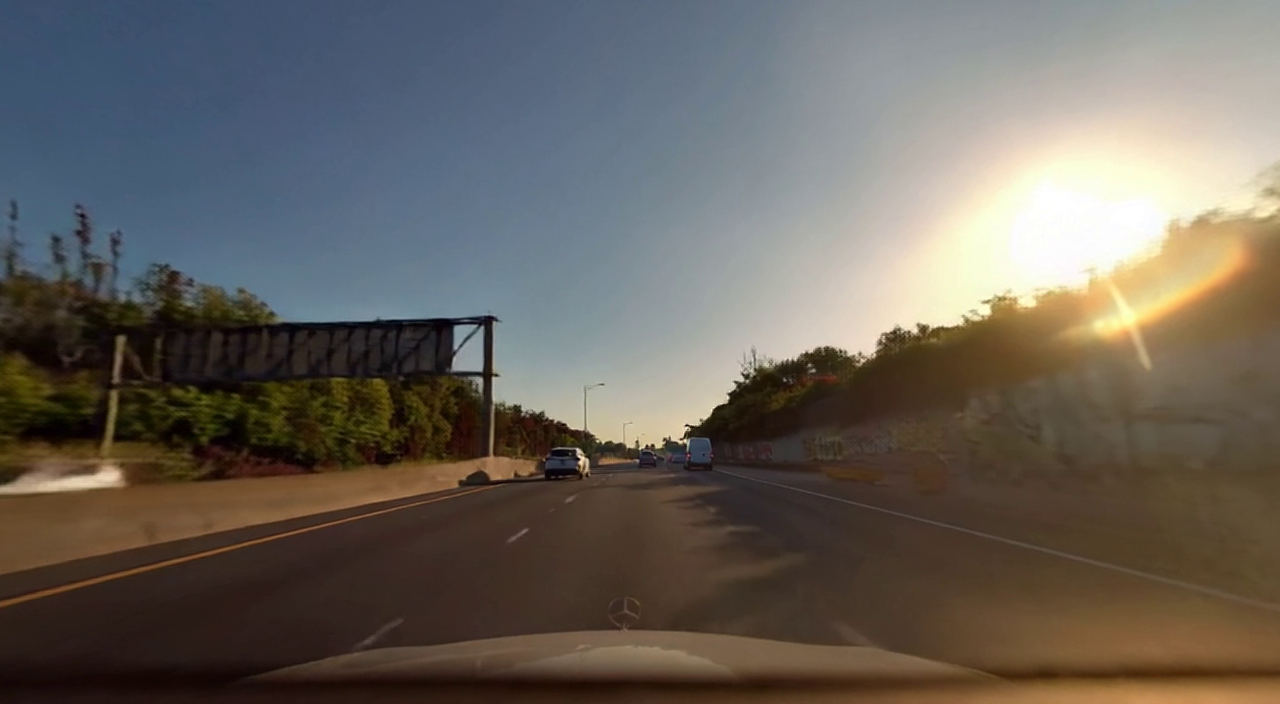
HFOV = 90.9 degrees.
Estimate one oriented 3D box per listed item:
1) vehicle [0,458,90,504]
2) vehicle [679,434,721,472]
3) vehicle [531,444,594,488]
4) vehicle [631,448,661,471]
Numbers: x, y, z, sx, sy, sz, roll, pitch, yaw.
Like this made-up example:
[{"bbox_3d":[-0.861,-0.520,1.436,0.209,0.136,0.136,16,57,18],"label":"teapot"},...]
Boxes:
[{"bbox_3d":[-22.041,4.475,22.027,1.778,1.457,4.096,0,-9,2],"label":"vehicle"},{"bbox_3d":[4.334,7.454,46.524,2.469,2.591,5.653,0,-9,0],"label":"vehicle"},{"bbox_3d":[-3.064,4.628,25.867,1.964,1.618,4.489,0,-9,1],"label":"vehicle"},{"bbox_3d":[0.455,8.045,47.276,2.108,1.663,3.159,0,-9,1],"label":"vehicle"}]
